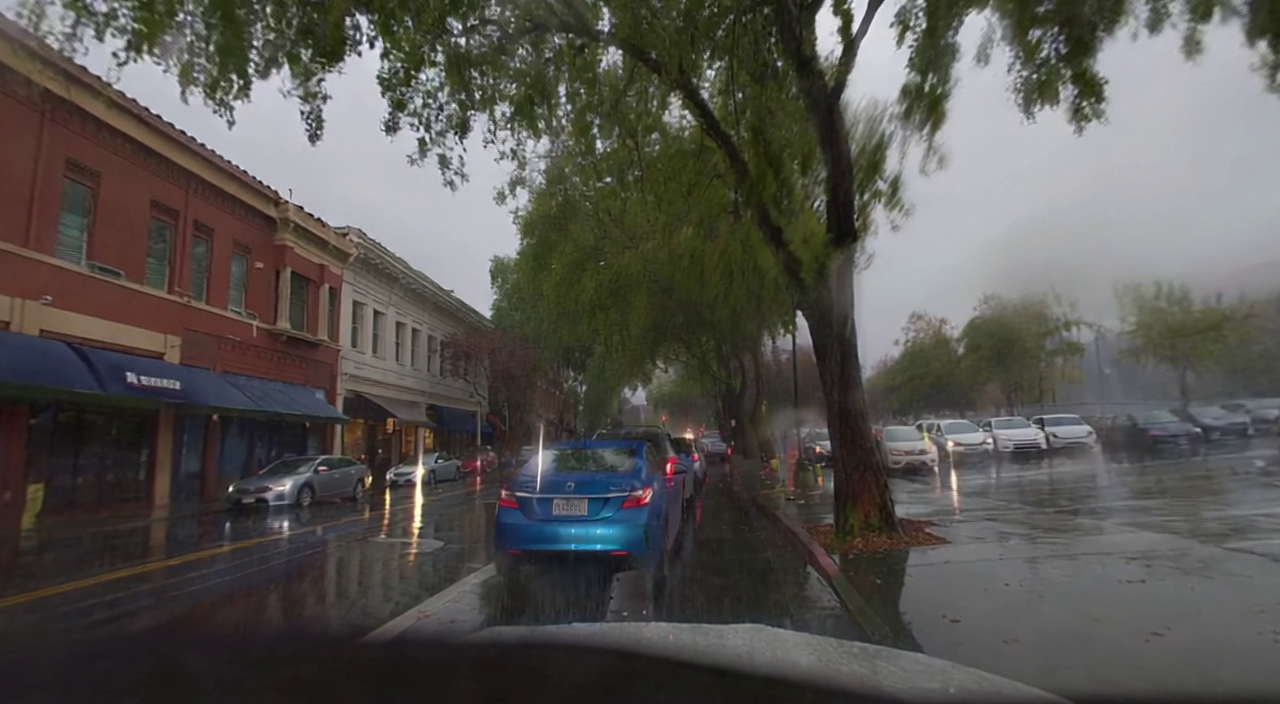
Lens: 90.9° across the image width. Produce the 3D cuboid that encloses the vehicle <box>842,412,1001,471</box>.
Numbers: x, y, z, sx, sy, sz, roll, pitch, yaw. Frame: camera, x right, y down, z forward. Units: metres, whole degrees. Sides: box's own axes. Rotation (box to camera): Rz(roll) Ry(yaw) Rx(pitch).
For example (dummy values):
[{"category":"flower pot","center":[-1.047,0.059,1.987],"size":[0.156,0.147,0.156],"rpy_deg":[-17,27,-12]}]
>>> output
[{"category":"vehicle","center":[9.037,2.831,20.242],"size":[4.558,1.528,1.915],"rpy_deg":[0,-8,-23]}]

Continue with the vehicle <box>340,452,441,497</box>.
[{"category":"vehicle","center":[-10.265,5.032,26.280],"size":[1.826,1.432,4.556],"rpy_deg":[-7,-9,8]}]

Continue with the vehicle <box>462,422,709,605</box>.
[{"category":"vehicle","center":[-0.279,1.635,7.297],"size":[1.939,1.478,3.922],"rpy_deg":[-2,-8,9]}]

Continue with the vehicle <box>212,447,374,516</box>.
[{"category":"vehicle","center":[-11.013,4.069,20.589],"size":[2.081,1.718,5.342],"rpy_deg":[-6,-9,3]}]
